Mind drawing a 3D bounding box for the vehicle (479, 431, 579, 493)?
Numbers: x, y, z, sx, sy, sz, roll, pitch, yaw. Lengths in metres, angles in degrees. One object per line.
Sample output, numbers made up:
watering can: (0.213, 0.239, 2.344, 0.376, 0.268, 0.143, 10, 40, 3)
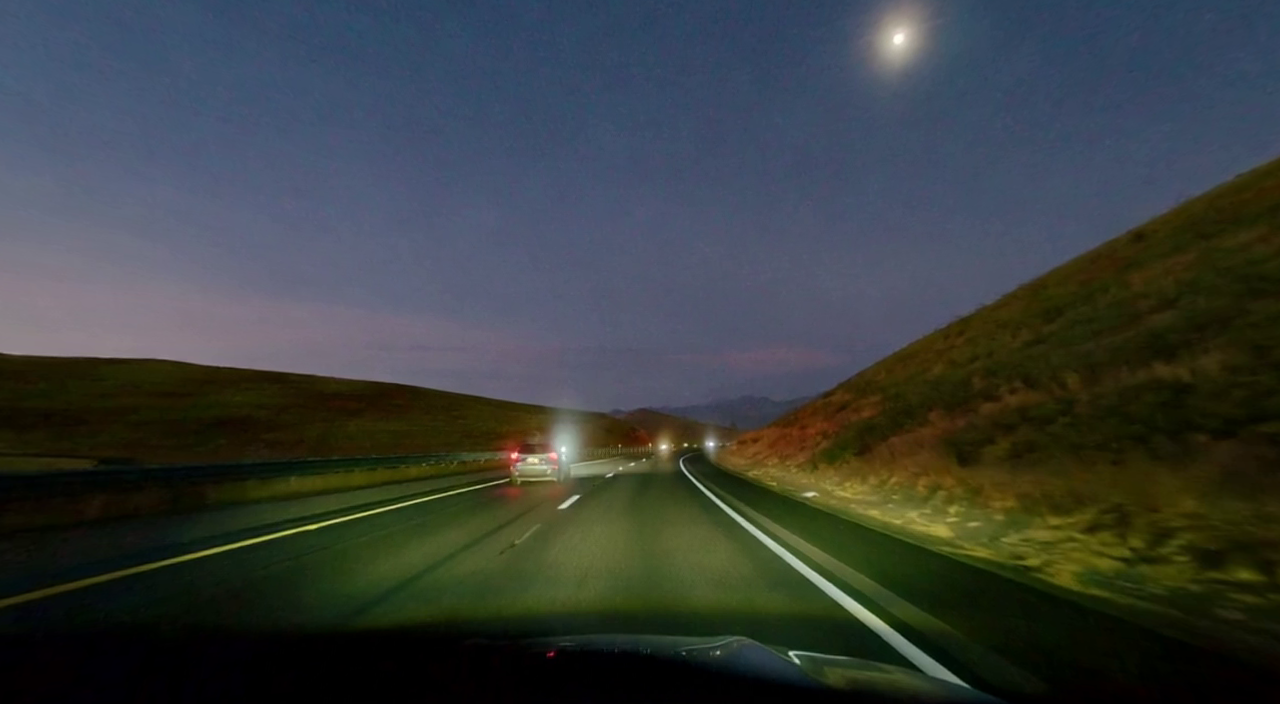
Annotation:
vehicle: (-3.417, 3.506, 20.491, 2.252, 1.743, 4.560, 0, -9, 2)
